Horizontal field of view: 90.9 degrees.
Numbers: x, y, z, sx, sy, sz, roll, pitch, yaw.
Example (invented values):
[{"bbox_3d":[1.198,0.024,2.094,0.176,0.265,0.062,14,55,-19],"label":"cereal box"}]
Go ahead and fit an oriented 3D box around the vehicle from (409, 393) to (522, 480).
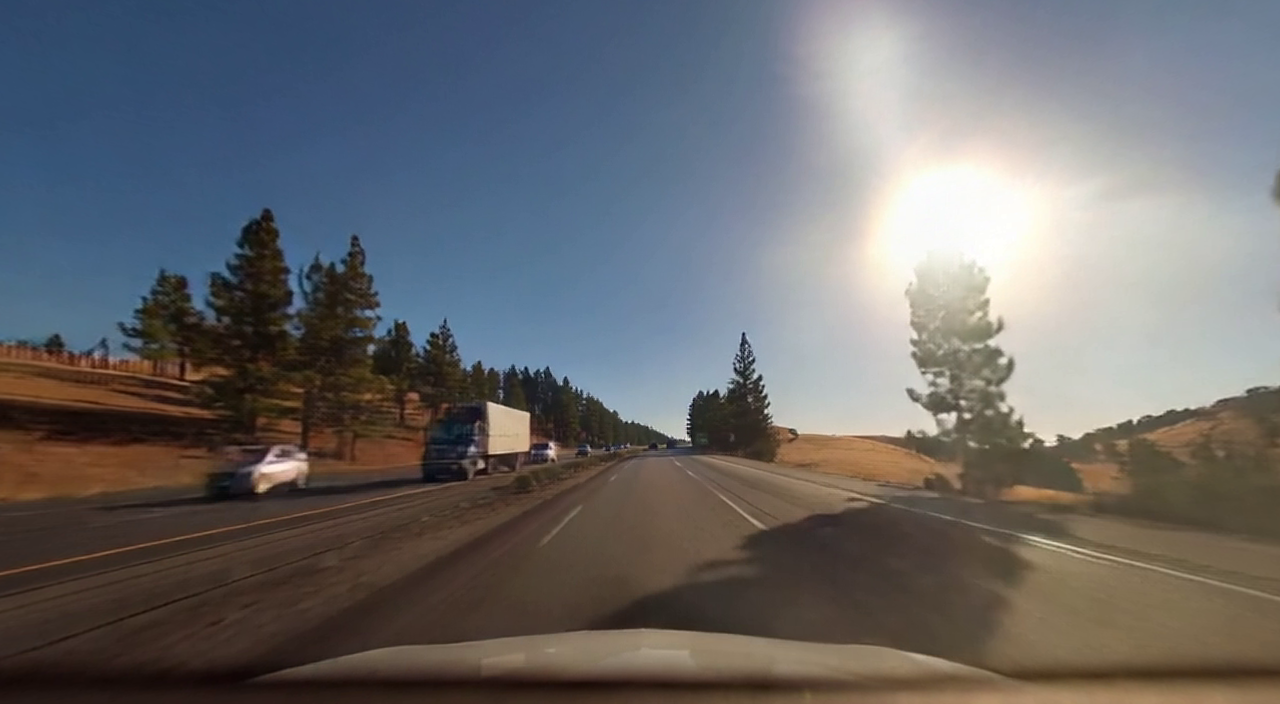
[{"bbox_3d":[-8.804,4.537,33.369,2.929,3.915,9.419,-1,-8,2],"label":"vehicle"}]
